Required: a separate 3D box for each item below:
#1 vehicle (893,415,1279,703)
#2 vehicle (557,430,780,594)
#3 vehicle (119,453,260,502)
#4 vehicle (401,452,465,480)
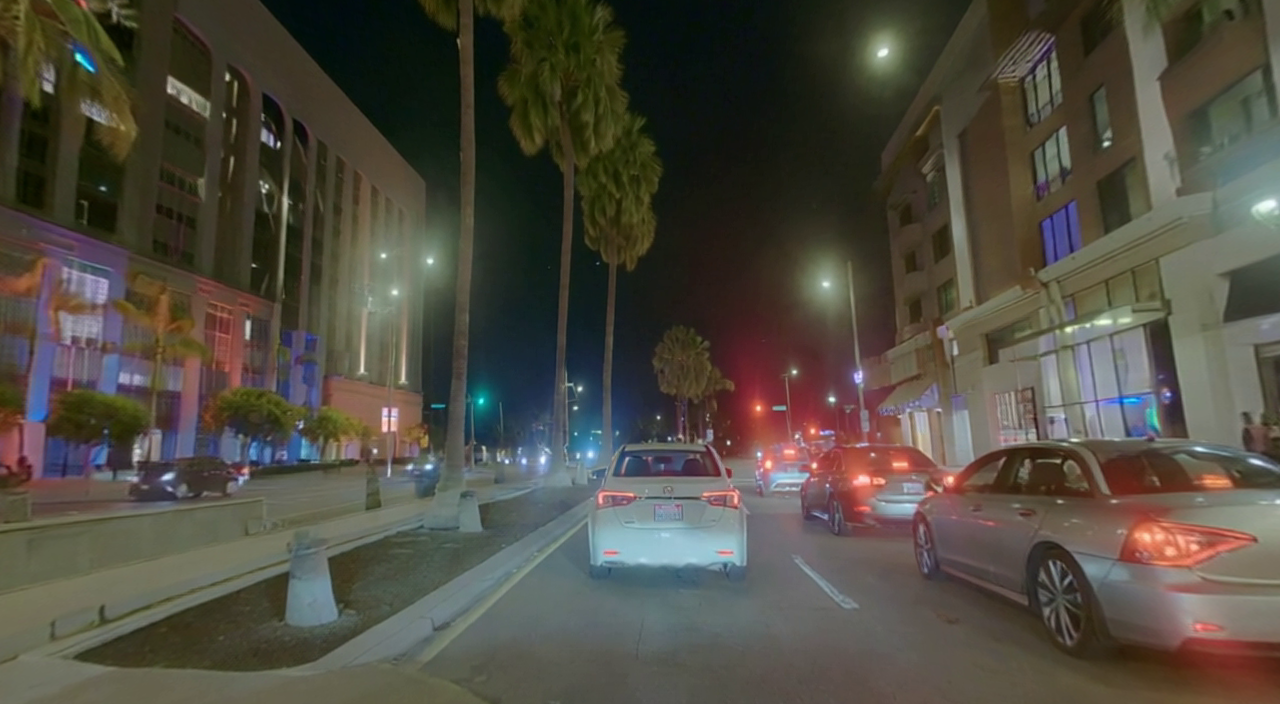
[{"bbox_3d":[3.642,1.303,4.598,1.913,1.469,4.425,-1,-9,2],"label":"vehicle"},{"bbox_3d":[0.314,1.784,7.821,2.078,1.503,3.681,-1,-9,2],"label":"vehicle"},{"bbox_3d":[-16.286,4.524,23.121,1.801,1.563,4.015,-2,-9,8],"label":"vehicle"},{"bbox_3d":[-13.437,7.396,41.286,2.078,1.662,4.436,-2,-9,9],"label":"vehicle"}]
